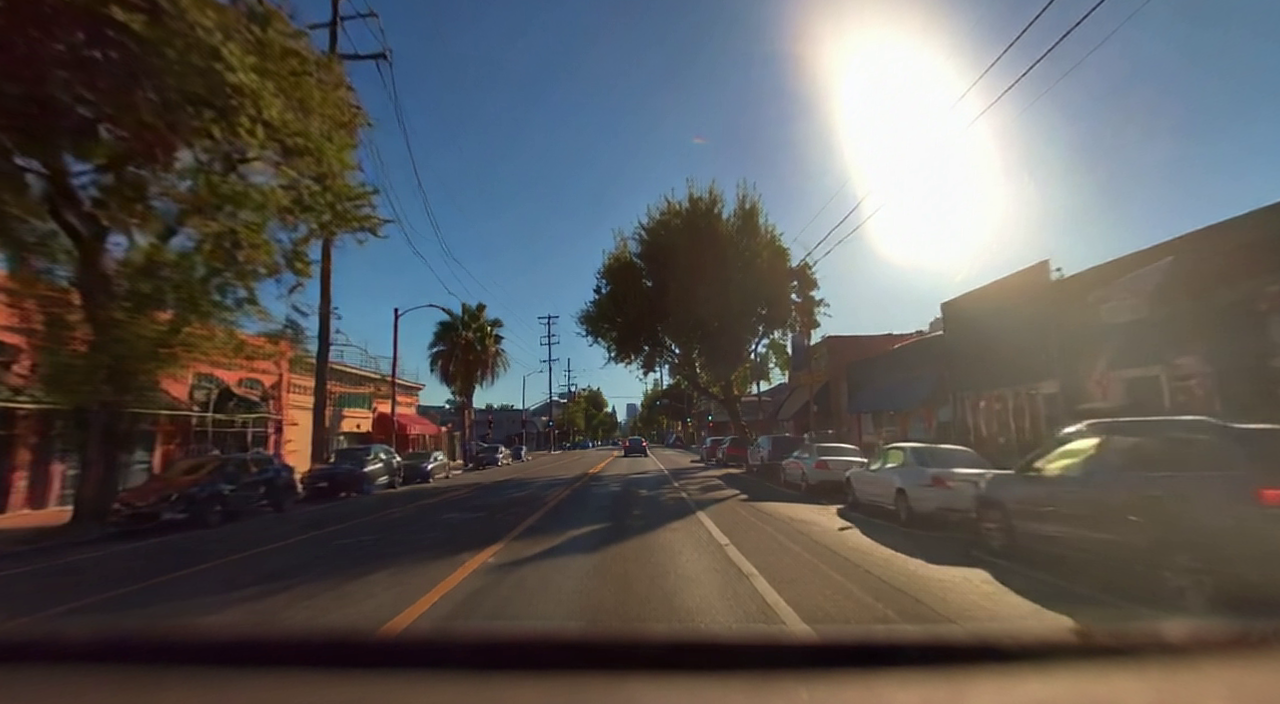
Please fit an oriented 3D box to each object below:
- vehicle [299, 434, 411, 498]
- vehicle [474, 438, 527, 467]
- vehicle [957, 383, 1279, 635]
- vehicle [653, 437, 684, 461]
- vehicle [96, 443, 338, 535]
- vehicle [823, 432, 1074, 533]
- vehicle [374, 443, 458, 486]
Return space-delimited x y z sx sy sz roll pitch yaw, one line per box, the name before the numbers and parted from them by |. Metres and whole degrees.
vehicle | -10.075 4.042 22.824 2.020 2.013 4.758 0 -8 -3
vehicle | -9.665 7.060 44.283 2.305 1.883 5.580 -1 -9 1
vehicle | 5.587 1.385 6.368 2.042 1.787 5.110 -1 -8 -1
vehicle | 1.997 6.907 45.212 1.998 1.580 4.015 0 -8 -1
vehicle | -9.906 3.182 15.615 2.081 1.819 5.607 -1 -8 0
vehicle | 5.415 2.345 12.137 2.163 1.484 5.019 0 -8 -2
vehicle | -10.082 5.058 28.962 1.988 1.718 5.661 0 -8 -2
